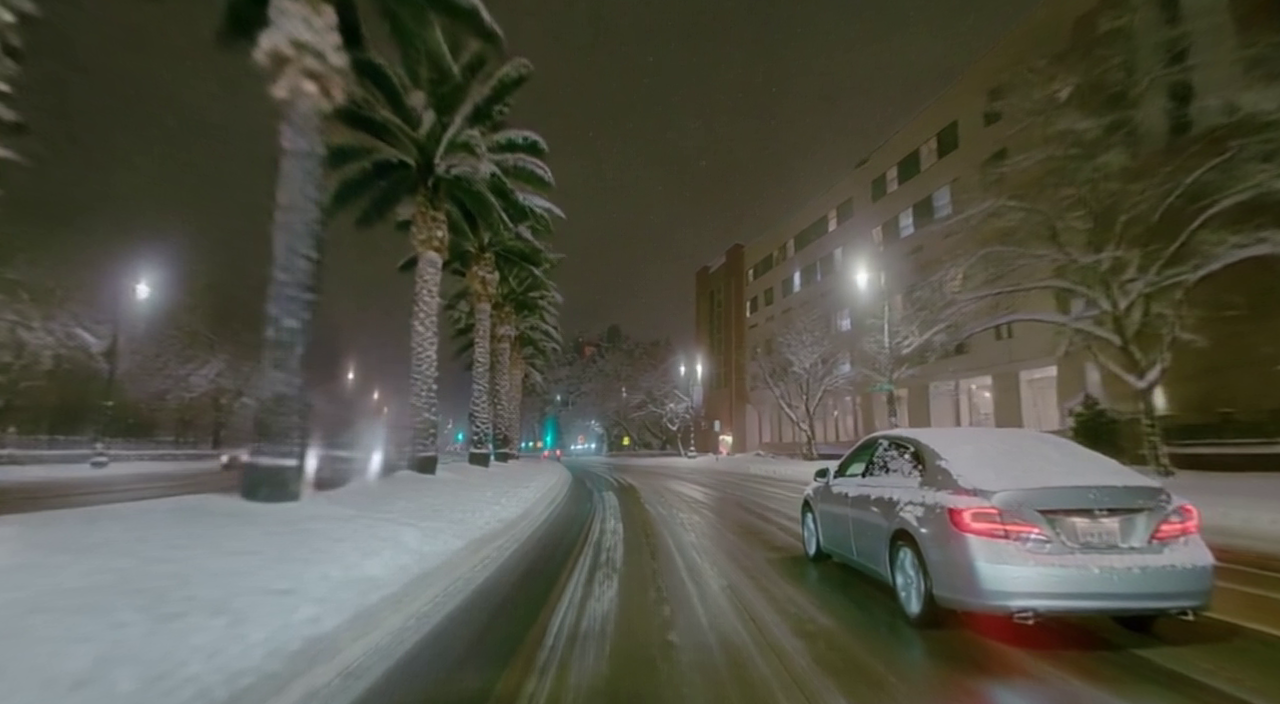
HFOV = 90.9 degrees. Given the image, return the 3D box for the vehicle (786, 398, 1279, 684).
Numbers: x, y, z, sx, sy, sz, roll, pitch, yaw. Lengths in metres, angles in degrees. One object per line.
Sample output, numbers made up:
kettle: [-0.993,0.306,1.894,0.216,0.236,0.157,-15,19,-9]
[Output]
vehicle: [2.806,1.354,5.694,1.867,1.554,4.301,0,-8,-1]
